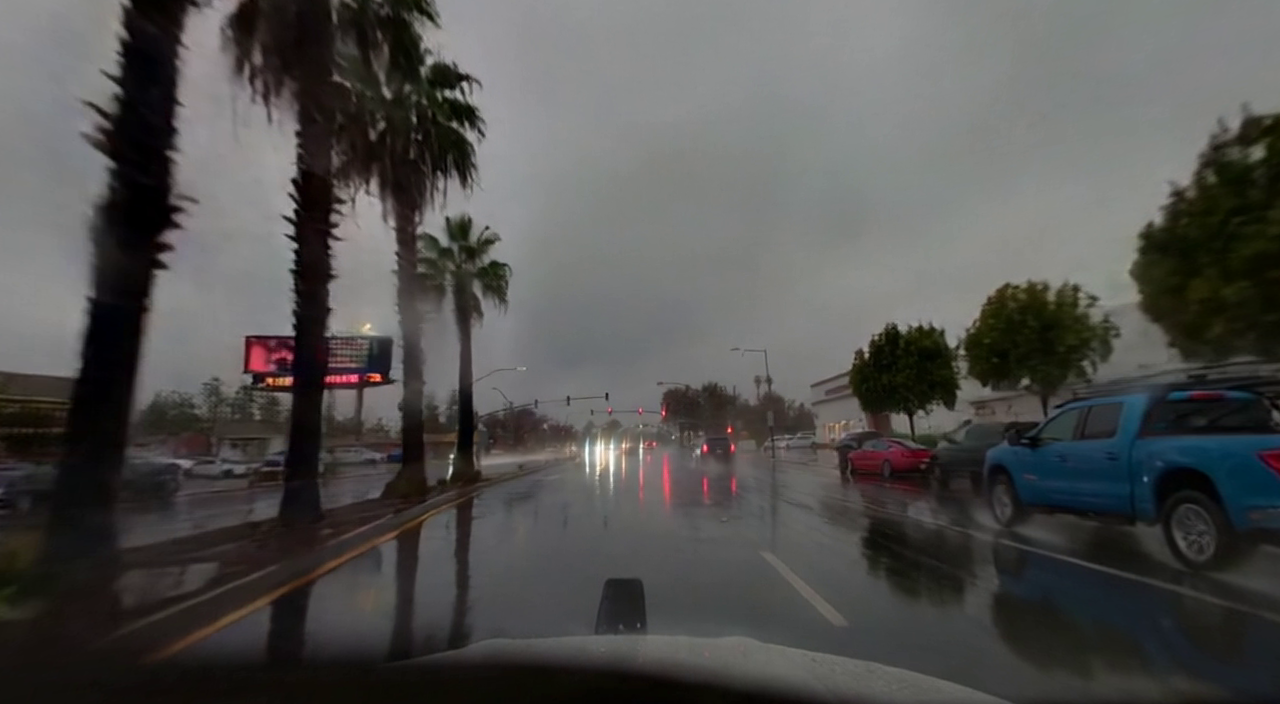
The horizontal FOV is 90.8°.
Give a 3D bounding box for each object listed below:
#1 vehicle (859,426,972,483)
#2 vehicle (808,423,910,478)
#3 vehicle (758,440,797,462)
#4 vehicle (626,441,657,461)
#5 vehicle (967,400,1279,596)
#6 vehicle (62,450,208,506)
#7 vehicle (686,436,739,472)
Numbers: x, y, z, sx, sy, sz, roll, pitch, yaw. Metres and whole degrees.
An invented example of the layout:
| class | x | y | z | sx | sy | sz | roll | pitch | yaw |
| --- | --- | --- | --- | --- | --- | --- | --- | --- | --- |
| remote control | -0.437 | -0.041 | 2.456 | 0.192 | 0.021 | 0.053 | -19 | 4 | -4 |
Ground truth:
| class | x | y | z | sx | sy | sz | roll | pitch | yaw |
| --- | --- | --- | --- | --- | --- | --- | --- | --- | --- |
| vehicle | 10.352 | 3.890 | 24.273 | 1.963 | 1.917 | 5.116 | 0 | -8 | 0 |
| vehicle | 10.269 | 4.686 | 30.420 | 2.555 | 2.184 | 6.973 | 4 | -8 | 1 |
| vehicle | 10.505 | 7.587 | 48.630 | 1.965 | 1.573 | 4.308 | 0 | -8 | -1 |
| vehicle | 0.115 | 7.657 | 49.138 | 2.258 | 1.468 | 4.076 | 0 | -8 | 0 |
| vehicle | 6.361 | 1.528 | 7.410 | 2.140 | 1.606 | 5.437 | 0 | -8 | 0 |
| vehicle | -18.921 | 4.692 | 23.989 | 1.913 | 1.679 | 4.543 | -6 | -8 | -1 |
| vehicle | 3.293 | 4.769 | 29.607 | 1.889 | 1.541 | 4.303 | 0 | -8 | -1 |
